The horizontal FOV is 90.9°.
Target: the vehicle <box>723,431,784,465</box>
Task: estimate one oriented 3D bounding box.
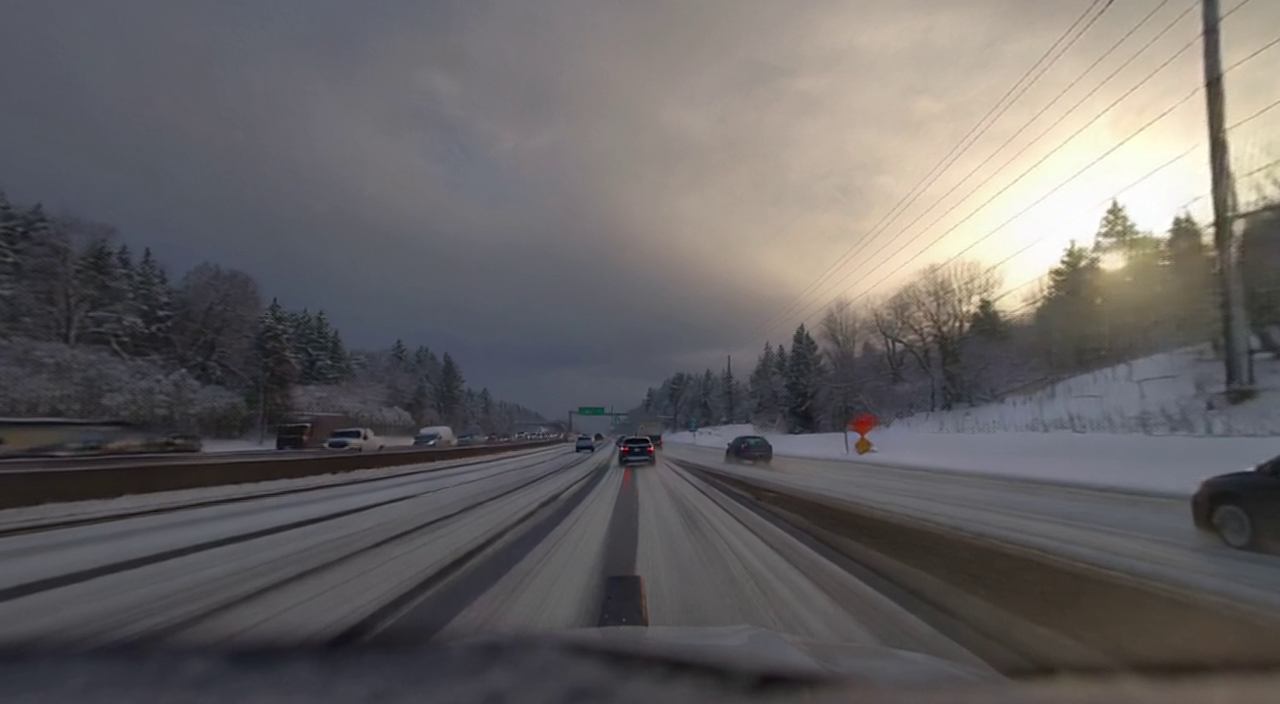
[{"bbox_3d":[6.056,5.208,34.336,2.099,1.720,4.829,1,-9,-4],"label":"vehicle"}]

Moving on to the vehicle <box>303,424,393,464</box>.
[{"bbox_3d":[-16.344,5.231,35.736,2.339,2.062,5.804,0,-8,0],"label":"vehicle"}]

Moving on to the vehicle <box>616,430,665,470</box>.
[{"bbox_3d":[-0.035,4.686,30.324,2.192,1.769,4.287,0,-8,-2],"label":"vehicle"}]

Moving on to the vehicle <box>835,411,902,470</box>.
[{"bbox_3d":[11.523,4.490,31.994,2.162,2.775,2.707,0,-8,-3],"label":"vehicle"}]

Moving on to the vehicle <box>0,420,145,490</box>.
[{"bbox_3d":[-16.022,2.685,16.559,2.055,1.611,4.851,0,-8,0],"label":"vehicle"}]
